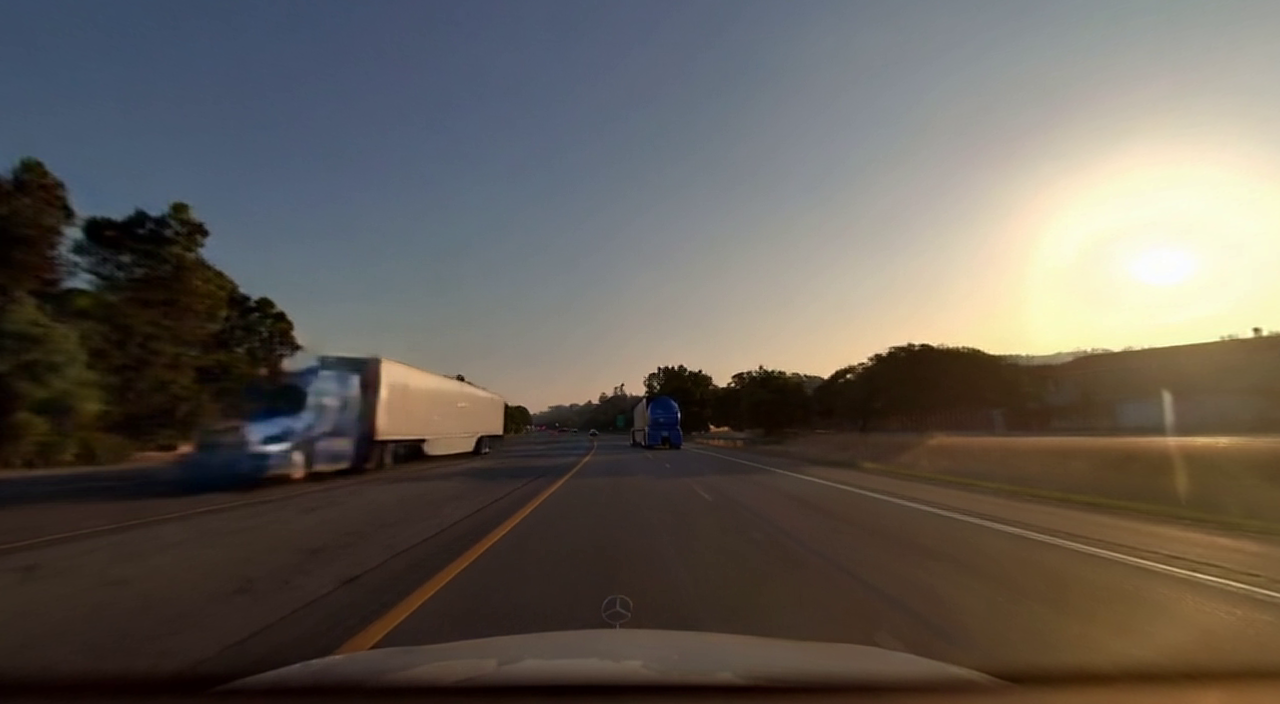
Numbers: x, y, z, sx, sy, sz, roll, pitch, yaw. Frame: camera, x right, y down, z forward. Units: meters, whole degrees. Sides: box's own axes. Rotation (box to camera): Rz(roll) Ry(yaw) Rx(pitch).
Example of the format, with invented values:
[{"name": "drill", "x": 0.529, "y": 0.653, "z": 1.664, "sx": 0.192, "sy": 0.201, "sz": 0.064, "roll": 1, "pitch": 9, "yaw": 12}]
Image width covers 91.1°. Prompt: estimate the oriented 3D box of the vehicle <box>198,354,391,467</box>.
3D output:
[{"name": "vehicle", "x": -12.067, "y": 2.288, "z": 23.083, "sx": 2.809, "sy": 3.434, "sz": 7.669, "roll": 0, "pitch": -8, "yaw": -2}]
